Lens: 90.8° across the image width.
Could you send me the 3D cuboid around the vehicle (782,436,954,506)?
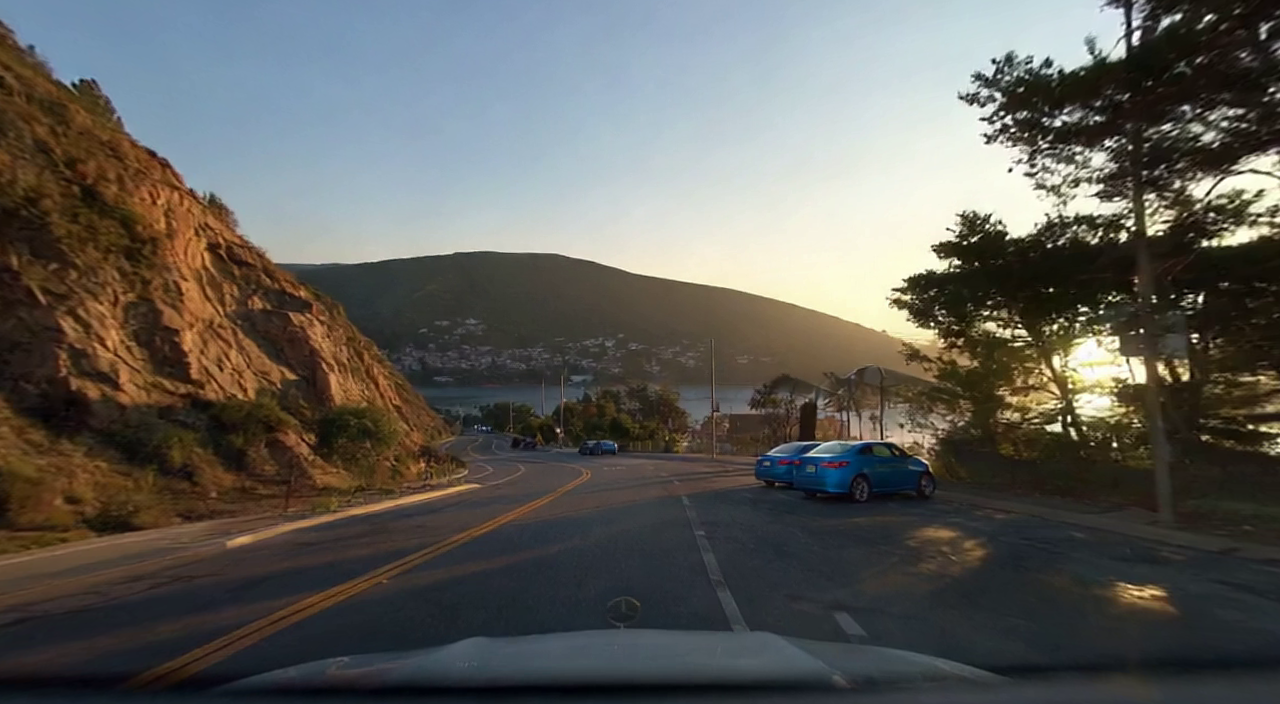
[{"bbox_3d":[5.915,2.946,16.152,4.609,1.505,2.061,7,-11,-40],"label":"vehicle"}]
